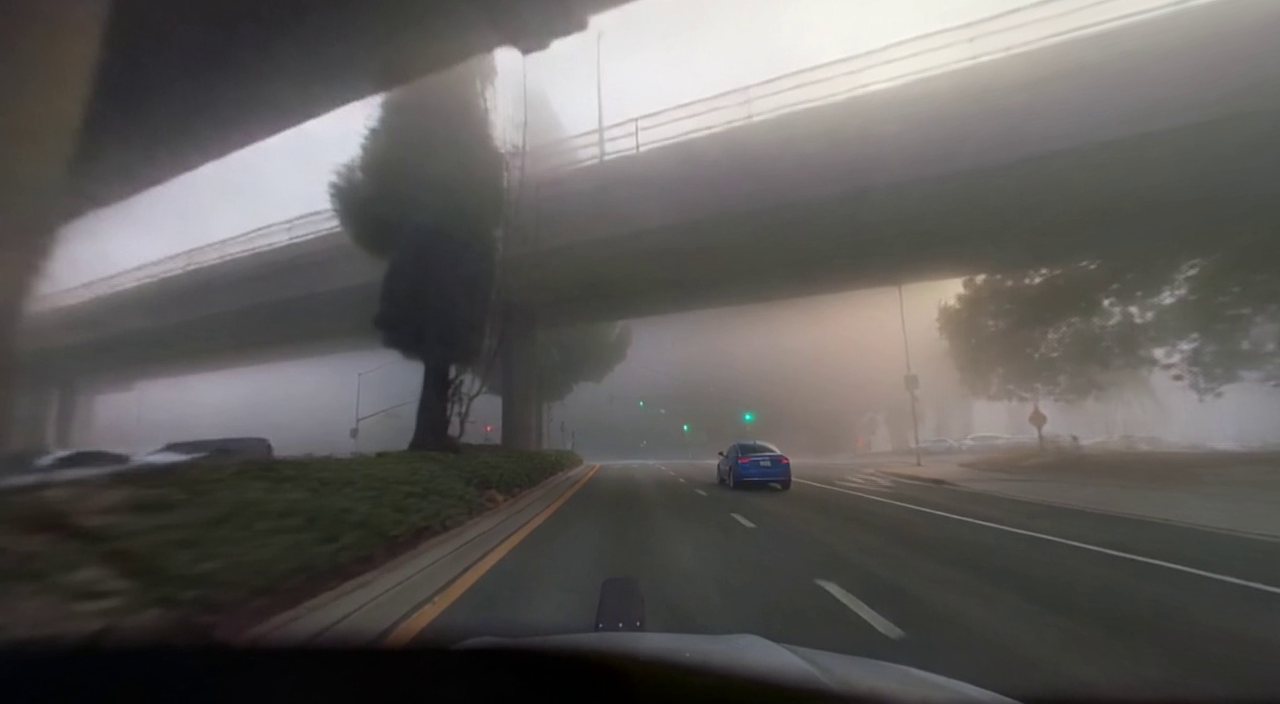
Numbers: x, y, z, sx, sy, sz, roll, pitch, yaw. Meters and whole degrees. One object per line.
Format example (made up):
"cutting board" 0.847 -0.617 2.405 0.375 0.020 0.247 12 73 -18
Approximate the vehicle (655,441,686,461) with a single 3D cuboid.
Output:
"vehicle" 2.343 7.812 49.939 2.038 1.437 3.856 0 -8 -3

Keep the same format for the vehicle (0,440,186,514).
"vehicle" -14.447 3.159 16.544 1.844 1.650 4.333 0 -8 0

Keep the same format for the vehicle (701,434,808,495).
"vehicle" 3.071 3.114 17.945 2.062 1.484 4.332 0 -8 -2
